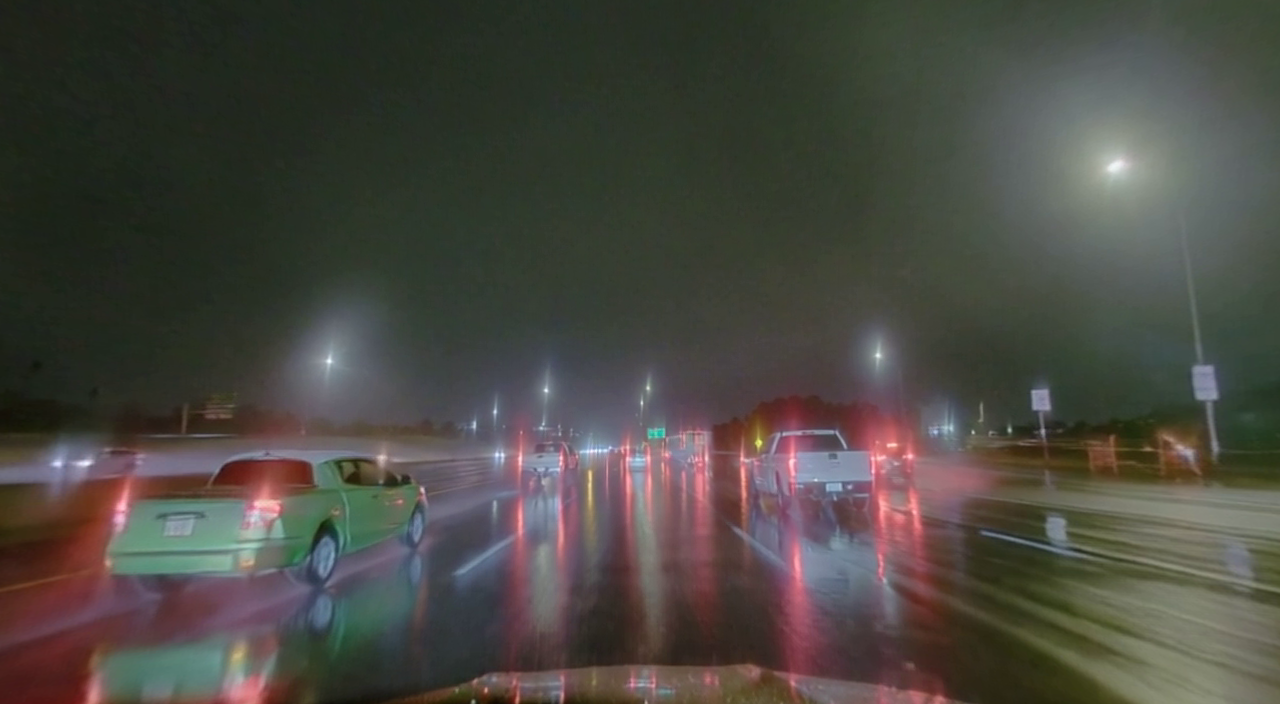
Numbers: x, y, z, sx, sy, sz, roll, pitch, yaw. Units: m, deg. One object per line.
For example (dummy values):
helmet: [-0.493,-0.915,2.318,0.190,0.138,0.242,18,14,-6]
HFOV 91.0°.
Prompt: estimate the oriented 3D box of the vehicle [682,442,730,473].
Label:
vehicle: [3.628,5.922,35.580,2.145,1.636,4.437,0,-9,-1]

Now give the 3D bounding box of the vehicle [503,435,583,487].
vehicle: [-3.604,4.161,24.372,2.176,1.783,4.799,0,-9,2]

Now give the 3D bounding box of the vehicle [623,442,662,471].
vehicle: [0.123,6.204,37.540,2.147,1.572,4.094,0,-9,-1]

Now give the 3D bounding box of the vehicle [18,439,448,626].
vehicle: [-3.842,1.737,7.108,1.947,1.424,4.264,0,-9,1]

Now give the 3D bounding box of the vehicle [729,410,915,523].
vehicle: [3.556,2.408,13.766,2.340,1.925,5.529,0,-9,-1]

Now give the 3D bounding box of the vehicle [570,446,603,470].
vehicle: [-3.541,7.090,42.342,1.907,1.484,3.954,0,-9,0]
